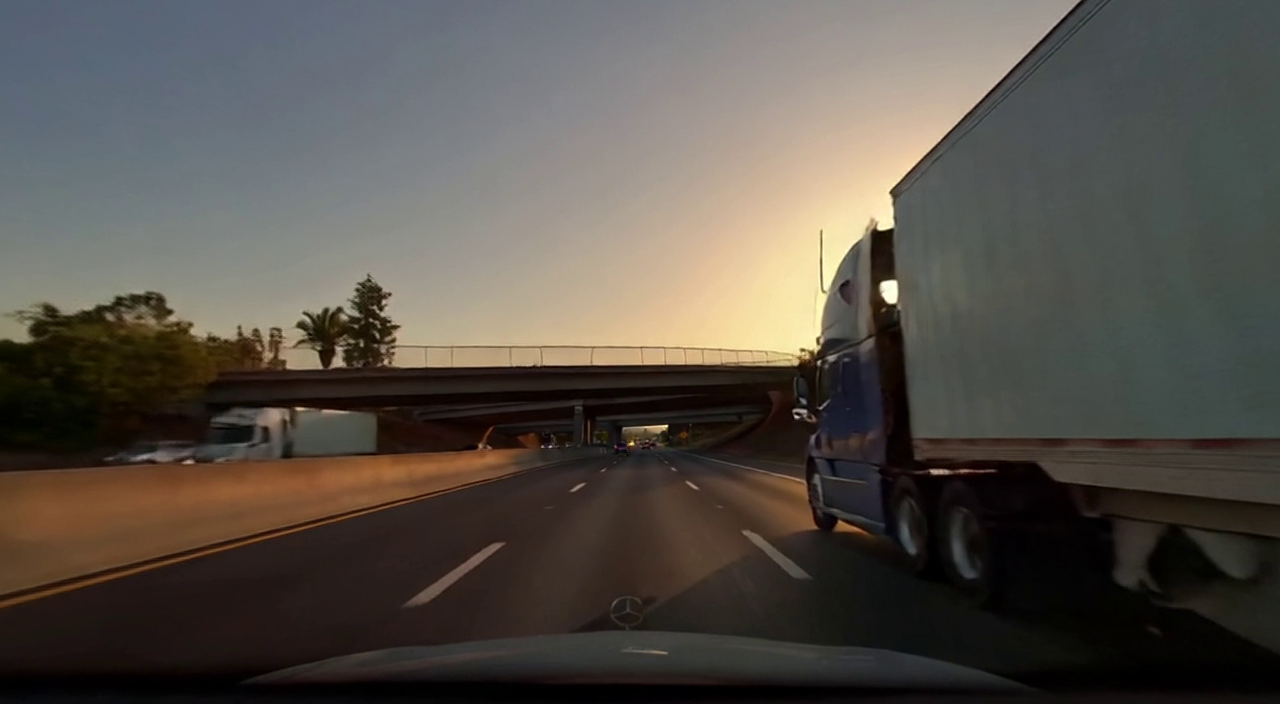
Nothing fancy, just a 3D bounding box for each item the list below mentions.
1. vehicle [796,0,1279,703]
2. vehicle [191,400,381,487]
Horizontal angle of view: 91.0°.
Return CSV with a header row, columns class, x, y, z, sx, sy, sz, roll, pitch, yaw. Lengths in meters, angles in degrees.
class,x,y,z,sx,sy,sz,roll,pitch,yaw
vehicle,3.747,0.109,5.524,3.079,3.852,6.223,0,-8,0
vehicle,-19.628,5.338,36.773,2.919,4.097,14.005,0,-8,0
